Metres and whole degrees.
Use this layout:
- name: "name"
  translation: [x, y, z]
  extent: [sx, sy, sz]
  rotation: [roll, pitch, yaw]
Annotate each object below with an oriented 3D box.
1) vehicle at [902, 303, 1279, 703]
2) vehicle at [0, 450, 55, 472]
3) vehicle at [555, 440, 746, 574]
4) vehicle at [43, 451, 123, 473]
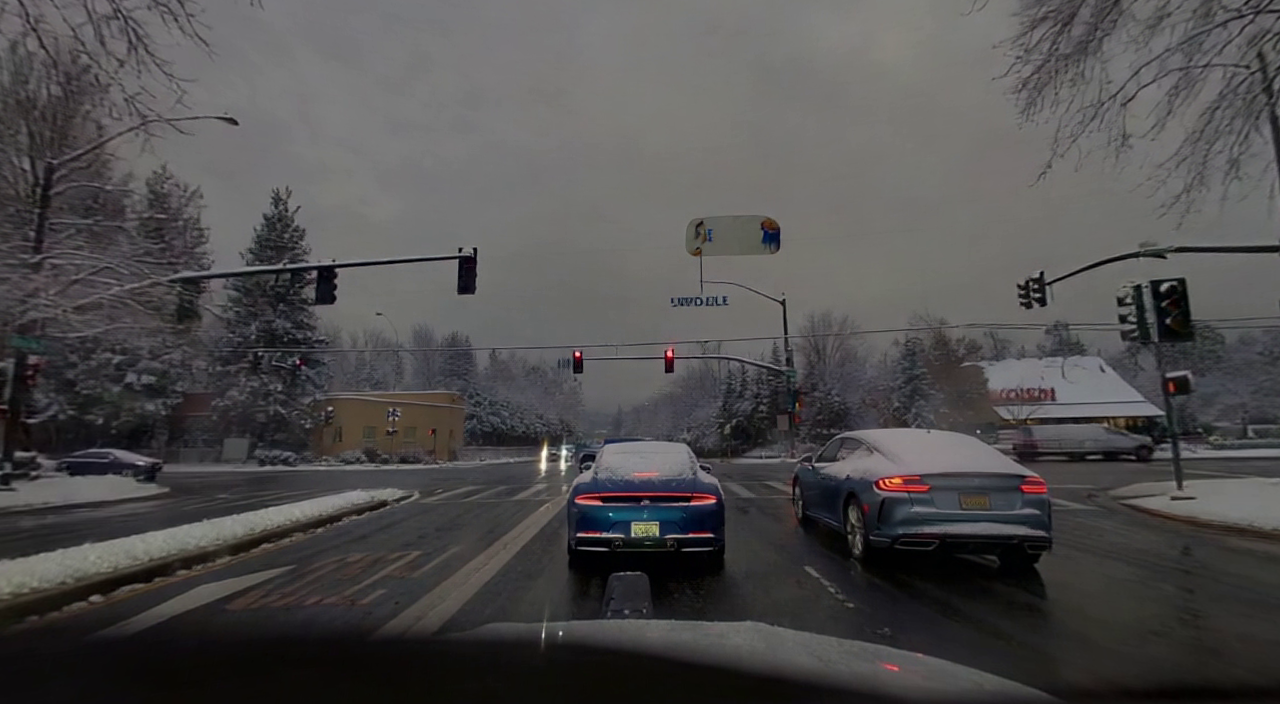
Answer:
- name: "vehicle"
  translation: [3.096, 0.811, 2.527]
  extent: [2.143, 1.759, 4.531]
  rotation: [0, -8, 0]
- name: "vehicle"
  translation: [-46.166, 7.960, 46.162]
  extent: [4.545, 1.558, 1.833]
  rotation: [0, -8, -4]
- name: "vehicle"
  translation: [0.120, 1.872, 8.392]
  extent: [1.945, 1.343, 3.827]
  rotation: [0, -8, 0]
- name: "vehicle"
  translation: [-41.296, 8.159, 46.790]
  extent: [4.195, 1.533, 1.752]
  rotation: [0, -8, -2]
